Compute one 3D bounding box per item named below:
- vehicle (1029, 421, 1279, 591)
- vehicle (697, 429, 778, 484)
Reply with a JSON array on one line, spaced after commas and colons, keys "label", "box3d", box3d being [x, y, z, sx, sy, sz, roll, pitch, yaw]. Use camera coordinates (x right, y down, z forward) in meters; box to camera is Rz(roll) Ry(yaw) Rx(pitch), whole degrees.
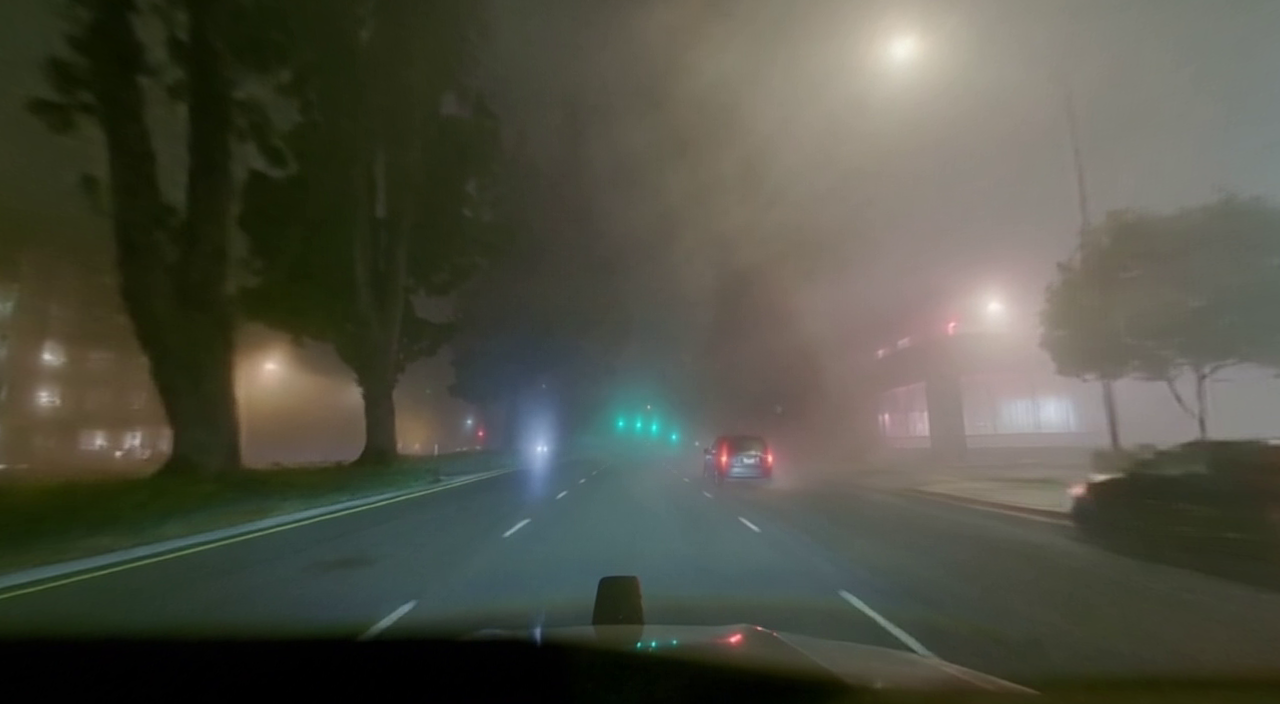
[{"label": "vehicle", "box3d": [6.747, 1.517, 6.698, 1.918, 1.544, 4.871, -1, -8, -3]}, {"label": "vehicle", "box3d": [3.370, 3.717, 22.746, 2.083, 1.743, 4.354, 0, -8, -1]}]
